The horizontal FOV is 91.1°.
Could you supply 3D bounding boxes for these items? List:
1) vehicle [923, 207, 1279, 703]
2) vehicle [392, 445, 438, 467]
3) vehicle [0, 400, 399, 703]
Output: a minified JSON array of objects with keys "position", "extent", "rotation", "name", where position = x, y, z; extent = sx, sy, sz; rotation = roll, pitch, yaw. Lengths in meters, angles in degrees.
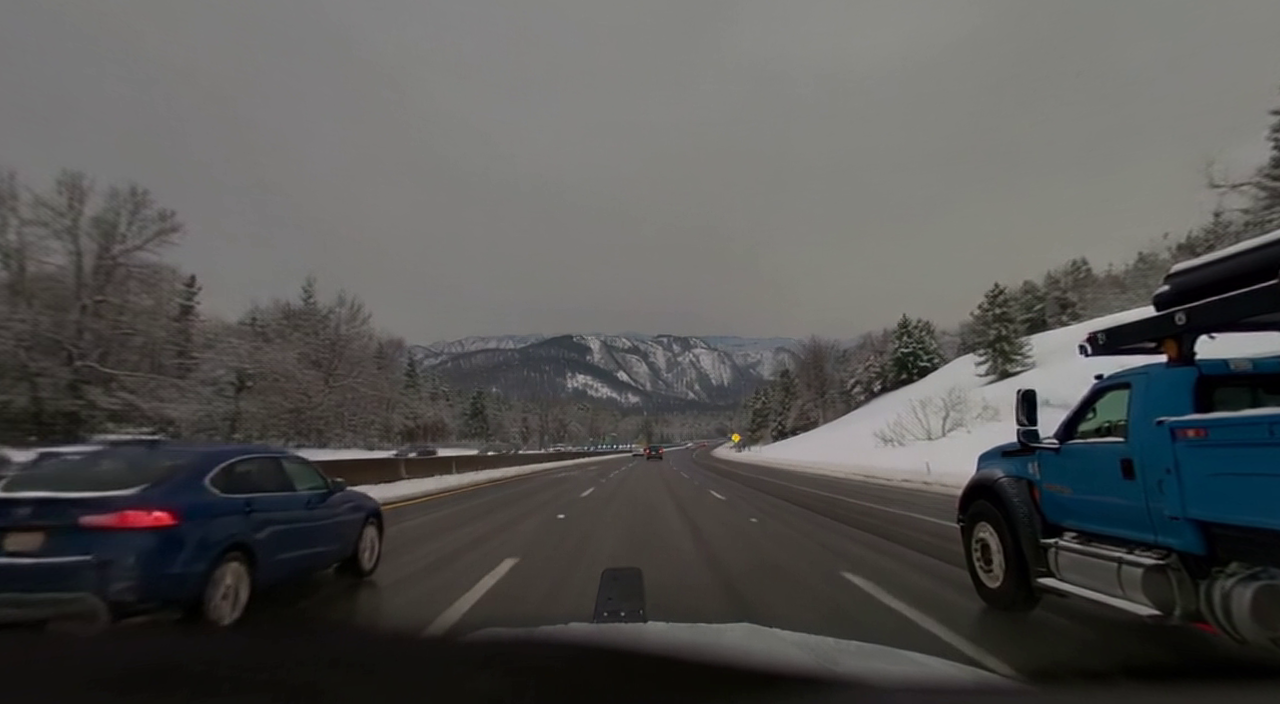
[{"position":[3.631,0.525,1.850],"extent":[2.538,2.228,6.370],"rotation":[0,-9,-1],"name":"vehicle"},{"position":[-17.775,8.225,49.797],"extent":[1.894,1.695,4.457],"rotation":[0,-9,2],"name":"vehicle"},{"position":[-3.702,1.248,4.614],"extent":[1.974,1.493,4.563],"rotation":[0,-9,1],"name":"vehicle"}]
